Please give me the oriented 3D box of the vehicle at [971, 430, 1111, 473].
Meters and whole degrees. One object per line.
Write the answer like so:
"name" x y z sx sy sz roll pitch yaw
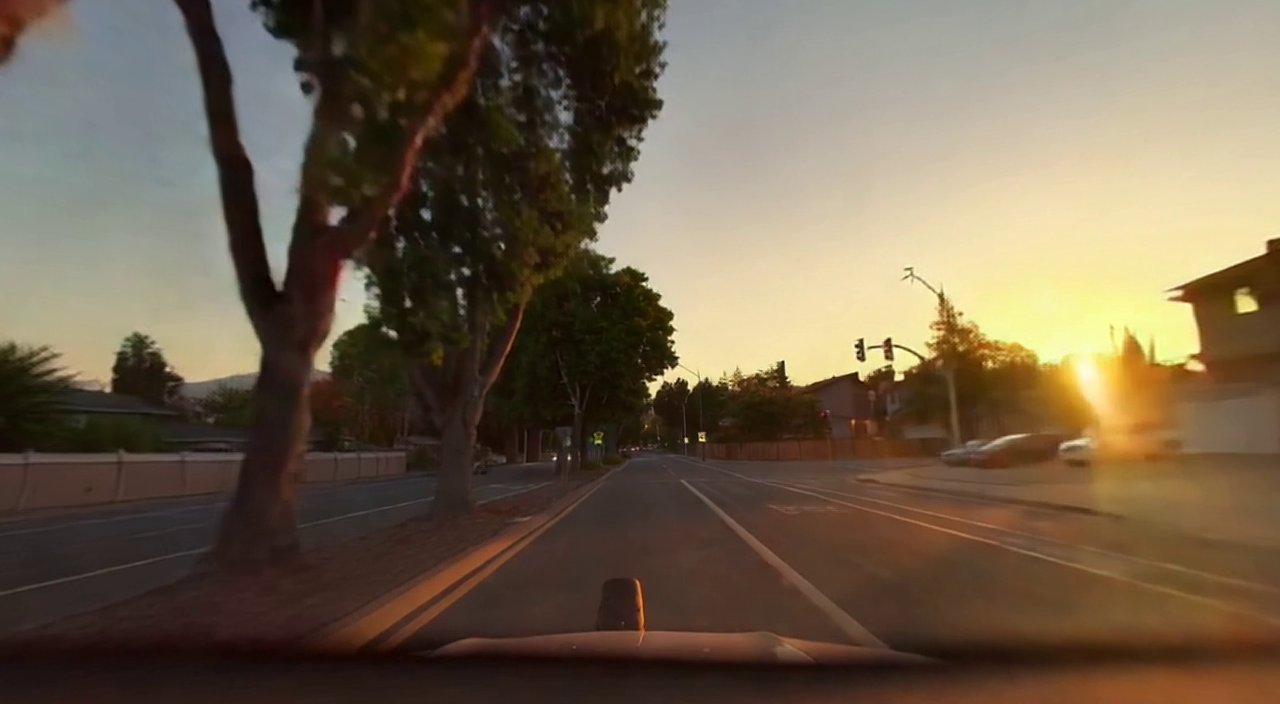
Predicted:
"vehicle" 17.794 4.411 27.979 4.868 1.768 2.030 0 -8 -4

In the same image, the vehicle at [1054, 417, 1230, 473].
"vehicle" 18.046 3.368 22.721 4.611 1.920 2.043 0 -9 -3

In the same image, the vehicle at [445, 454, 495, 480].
"vehicle" -12.118 8.198 45.073 2.007 1.655 4.649 -1 -8 3
